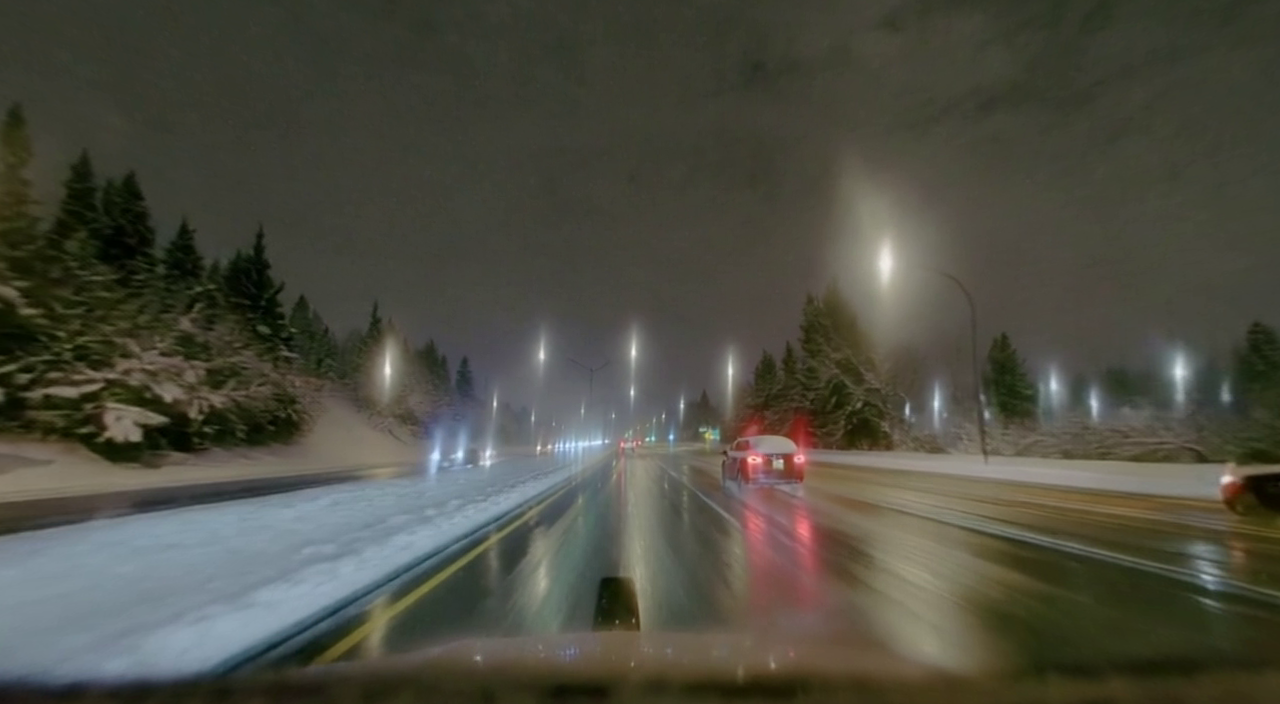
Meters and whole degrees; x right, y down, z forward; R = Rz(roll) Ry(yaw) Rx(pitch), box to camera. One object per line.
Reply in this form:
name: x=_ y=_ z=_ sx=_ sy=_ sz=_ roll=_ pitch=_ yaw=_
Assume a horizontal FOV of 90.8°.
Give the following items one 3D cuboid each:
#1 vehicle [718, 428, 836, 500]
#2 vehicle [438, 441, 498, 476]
vehicle: x=3.366 y=2.844 z=16.401 sx=2.018 sy=1.600 sz=4.121 roll=0 pitch=-9 yaw=-2
vehicle: x=-8.078 y=4.997 z=30.038 sx=1.787 sy=1.527 sz=3.878 roll=0 pitch=-8 yaw=0
